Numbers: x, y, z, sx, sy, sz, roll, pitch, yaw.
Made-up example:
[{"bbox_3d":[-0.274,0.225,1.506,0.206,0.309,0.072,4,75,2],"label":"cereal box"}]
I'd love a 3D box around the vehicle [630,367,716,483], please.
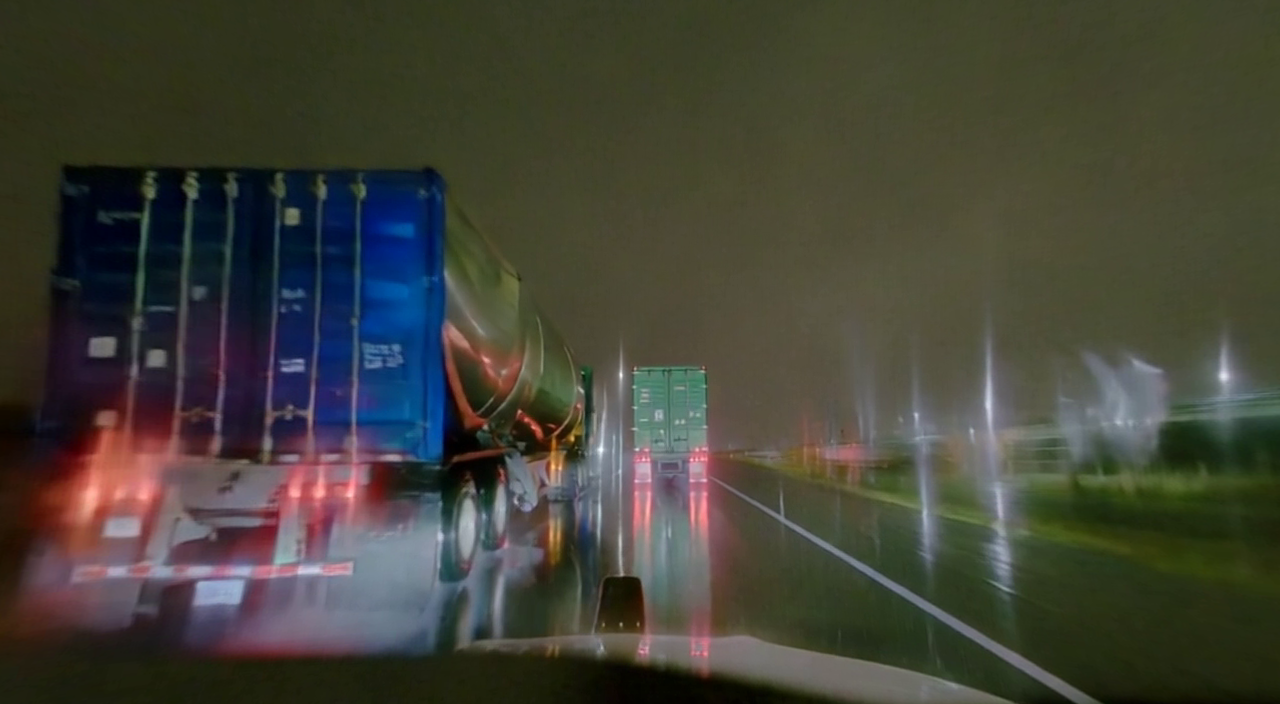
[{"bbox_3d":[1.249,3.367,27.527,2.942,4.003,11.297,0,-9,1],"label":"vehicle"}]

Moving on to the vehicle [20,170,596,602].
[{"bbox_3d":[-3.292,1.494,13.805,3.267,3.655,17.154,0,-9,0],"label":"vehicle"}]
